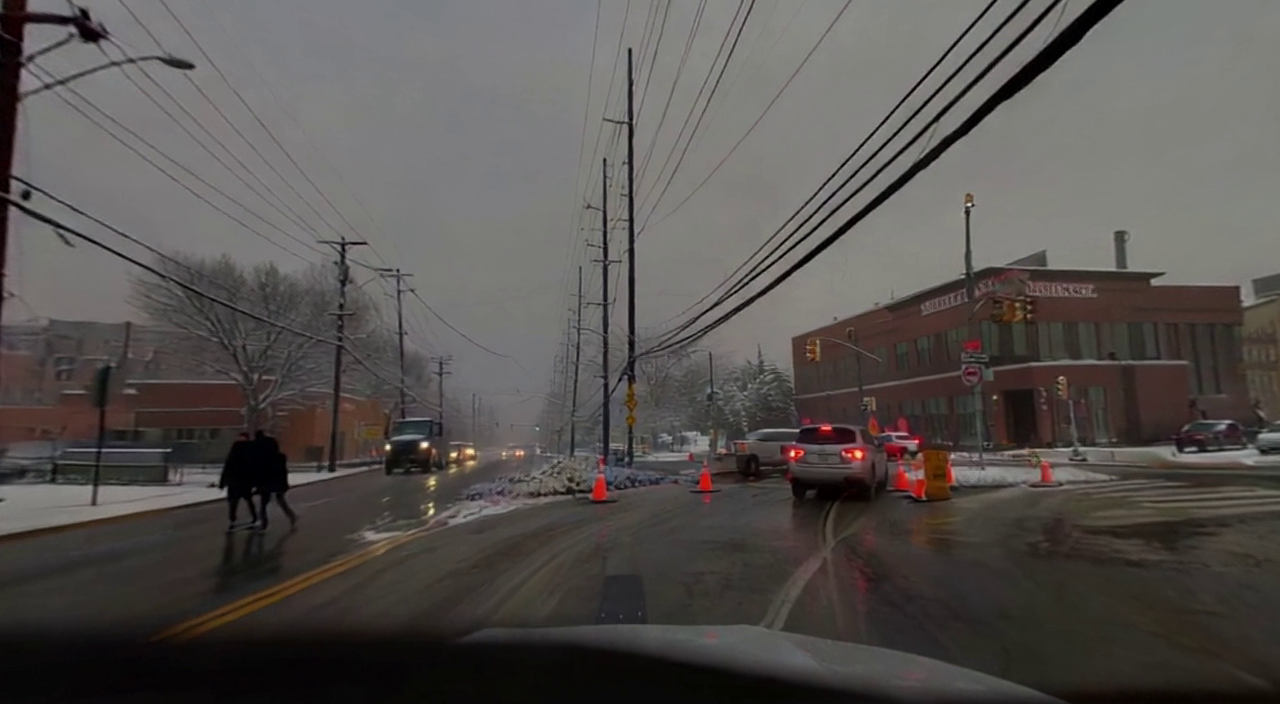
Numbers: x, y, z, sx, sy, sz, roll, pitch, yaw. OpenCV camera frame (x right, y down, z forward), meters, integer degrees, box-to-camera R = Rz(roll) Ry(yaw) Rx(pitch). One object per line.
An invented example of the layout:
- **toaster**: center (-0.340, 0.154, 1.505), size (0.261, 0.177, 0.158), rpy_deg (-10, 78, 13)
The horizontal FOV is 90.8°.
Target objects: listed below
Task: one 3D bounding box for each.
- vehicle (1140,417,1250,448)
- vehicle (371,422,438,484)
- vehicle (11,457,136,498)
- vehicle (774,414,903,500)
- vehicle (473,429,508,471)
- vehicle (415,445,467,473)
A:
- **vehicle**: center (32.321, 4.719, 36.867), size (1.937, 1.688, 4.382), rpy_deg (6, -10, -37)
- **vehicle**: center (-11.252, 4.831, 30.371), size (2.185, 2.644, 3.306), rpy_deg (-3, -8, -5)
- **vehicle**: center (-23.226, 5.124, 26.144), size (1.817, 1.456, 4.079), rpy_deg (1, -8, -9)
- **vehicle**: center (5.352, 2.672, 16.504), size (2.256, 1.859, 5.118), rpy_deg (-5, -9, 27)
- **vehicle**: center (-9.952, 6.573, 42.416), size (1.959, 2.654, 4.078), rpy_deg (1, -8, -9)
- **vehicle**: center (-13.039, 7.016, 41.678), size (2.509, 1.731, 4.549), rpy_deg (1, -8, -8)
